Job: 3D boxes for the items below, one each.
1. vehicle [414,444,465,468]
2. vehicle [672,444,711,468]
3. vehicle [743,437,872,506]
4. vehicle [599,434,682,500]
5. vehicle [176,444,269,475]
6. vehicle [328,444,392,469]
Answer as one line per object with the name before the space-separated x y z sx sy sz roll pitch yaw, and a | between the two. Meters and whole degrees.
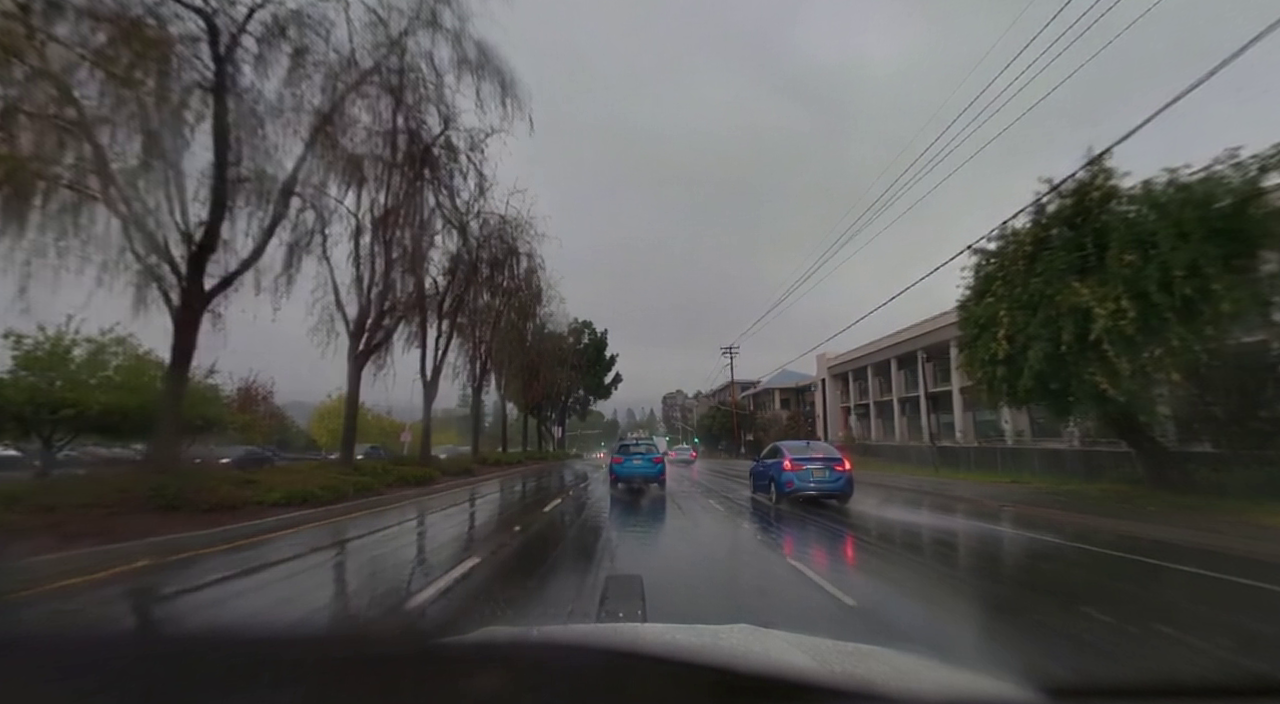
vehicle | -13.776 7.159 43.638 1.981 1.572 4.575 0 -9 0
vehicle | 3.255 6.724 41.042 2.054 1.461 4.321 0 -9 -1
vehicle | 4.140 3.023 16.467 2.086 1.534 4.351 0 -9 -1
vehicle | -0.027 3.174 17.804 2.073 1.606 3.933 0 -9 -1
vehicle | -21.607 5.552 32.924 1.821 1.485 4.393 0 -9 0
vehicle | -17.406 6.498 39.506 1.873 1.459 4.447 0 -9 1
